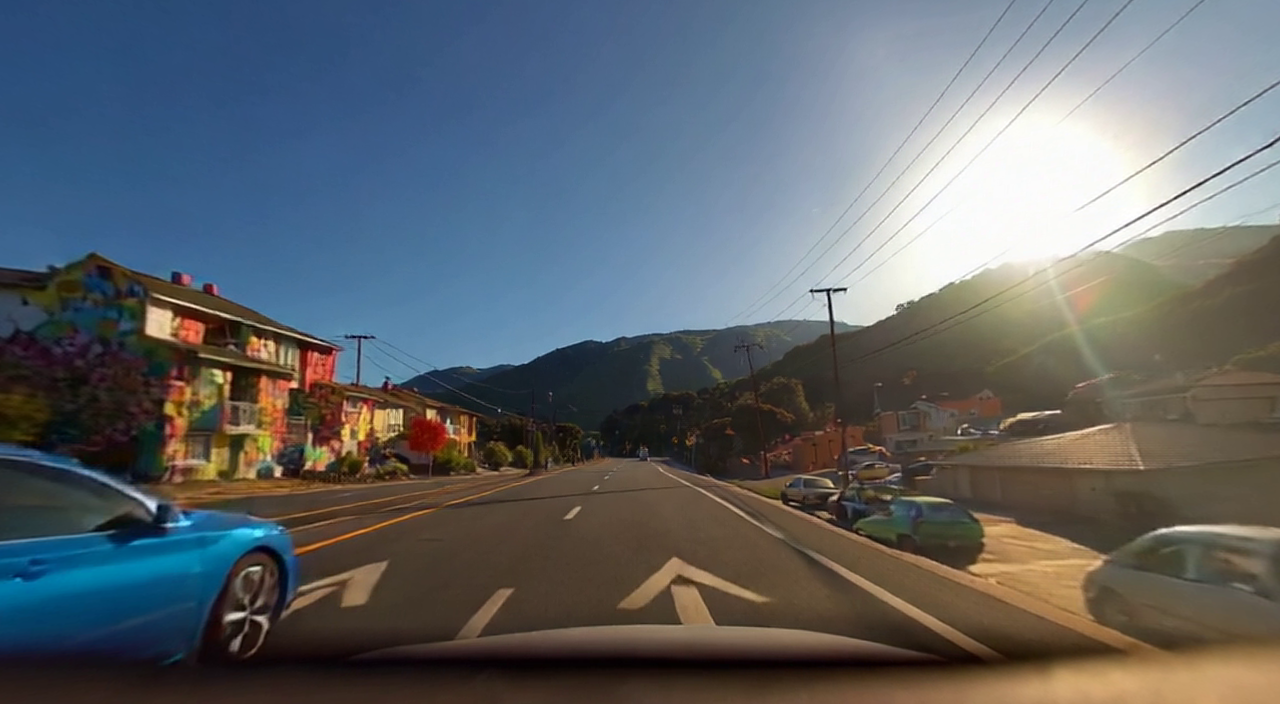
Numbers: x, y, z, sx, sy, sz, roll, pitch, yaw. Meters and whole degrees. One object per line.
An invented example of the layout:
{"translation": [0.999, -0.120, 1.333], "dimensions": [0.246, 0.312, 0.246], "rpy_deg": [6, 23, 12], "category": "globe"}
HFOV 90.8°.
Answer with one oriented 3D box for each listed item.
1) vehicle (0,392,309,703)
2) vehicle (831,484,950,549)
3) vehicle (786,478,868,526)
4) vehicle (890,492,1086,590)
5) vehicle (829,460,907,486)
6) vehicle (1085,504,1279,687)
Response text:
{"translation": [-2.894, 0.814, 1.471], "dimensions": [1.972, 1.496, 4.150], "rpy_deg": [0, -9, 0], "category": "vehicle"}
{"translation": [7.255, 4.790, 18.785], "dimensions": [1.896, 1.451, 4.070], "rpy_deg": [0, -9, 1], "category": "vehicle"}
{"translation": [7.067, 5.721, 24.394], "dimensions": [1.791, 1.445, 4.412], "rpy_deg": [0, -9, 0], "category": "vehicle"}
{"translation": [7.135, 3.892, 13.545], "dimensions": [1.849, 1.439, 4.143], "rpy_deg": [0, -9, 0], "category": "vehicle"}
{"translation": [16.768, 8.932, 46.719], "dimensions": [4.995, 1.794, 2.020], "rpy_deg": [0, -9, 3], "category": "vehicle"}
{"translation": [6.925, 2.462, 6.344], "dimensions": [1.838, 1.475, 4.152], "rpy_deg": [0, -9, -1], "category": "vehicle"}
